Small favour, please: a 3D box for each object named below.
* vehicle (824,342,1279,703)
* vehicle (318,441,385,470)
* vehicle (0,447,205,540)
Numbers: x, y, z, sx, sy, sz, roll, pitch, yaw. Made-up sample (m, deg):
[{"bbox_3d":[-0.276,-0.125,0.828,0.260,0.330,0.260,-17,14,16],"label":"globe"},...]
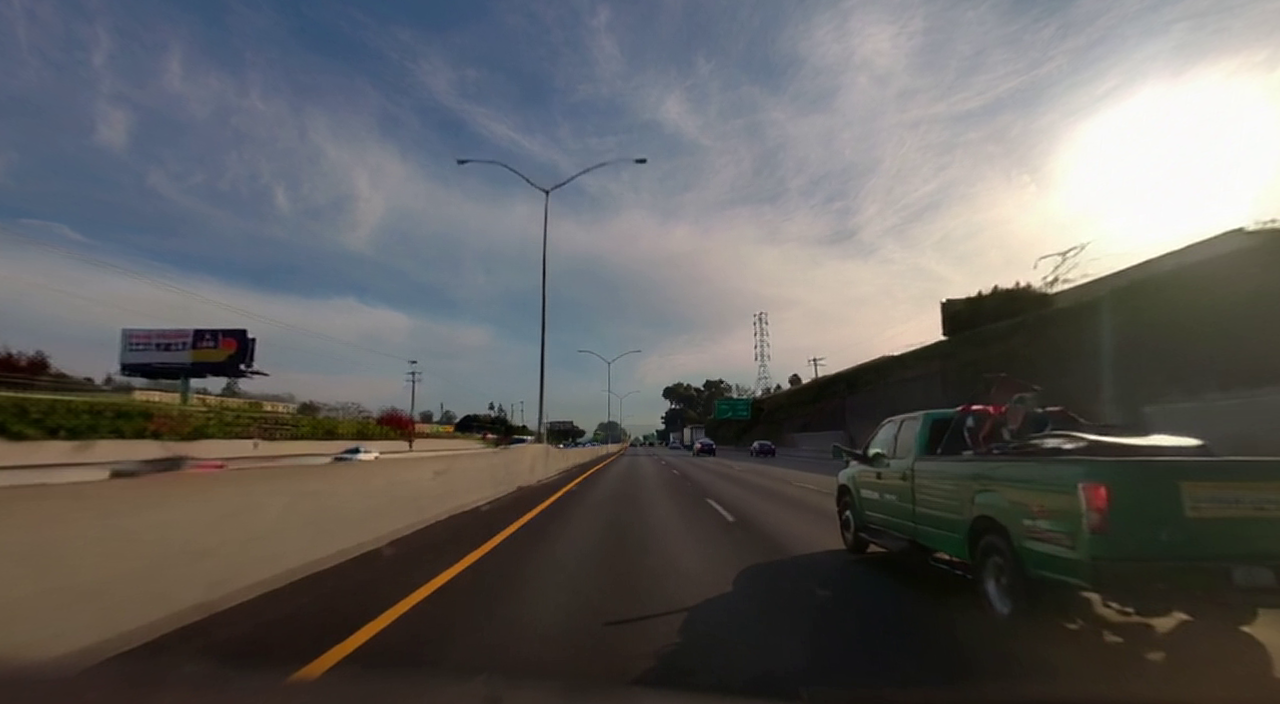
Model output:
[{"bbox_3d":[3.104,1.121,4.947,1.973,1.710,4.476,0,-8,0],"label":"vehicle"},{"bbox_3d":[-18.281,6.578,40.342,1.894,1.693,5.000,0,-9,0],"label":"vehicle"},{"bbox_3d":[-10.877,2.605,12.314,1.834,1.445,4.127,0,-8,0],"label":"vehicle"}]
